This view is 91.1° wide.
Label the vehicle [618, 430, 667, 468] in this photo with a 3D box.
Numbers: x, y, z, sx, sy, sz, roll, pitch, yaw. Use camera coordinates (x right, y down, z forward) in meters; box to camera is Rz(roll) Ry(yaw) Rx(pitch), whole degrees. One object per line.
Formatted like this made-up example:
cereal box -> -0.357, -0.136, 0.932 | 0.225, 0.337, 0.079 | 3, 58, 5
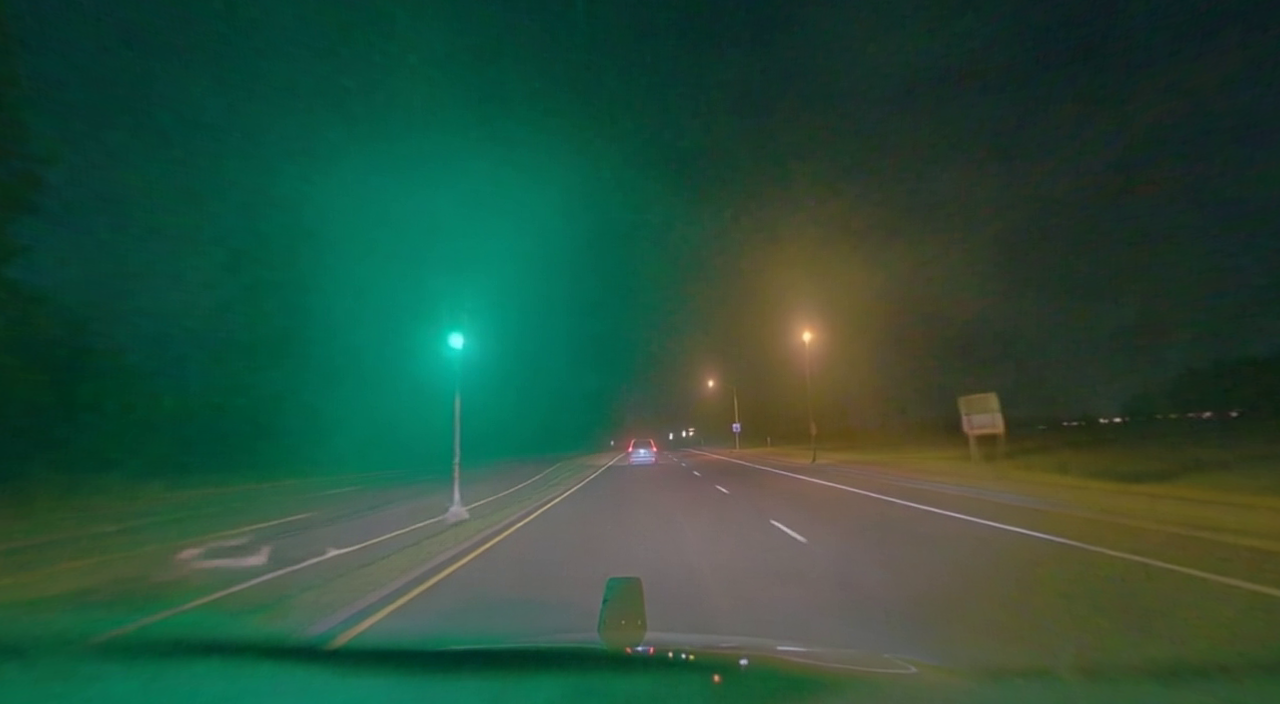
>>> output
vehicle -> 0.137, 4.727, 30.690 | 2.256, 1.734, 4.176 | 0, -8, 1
